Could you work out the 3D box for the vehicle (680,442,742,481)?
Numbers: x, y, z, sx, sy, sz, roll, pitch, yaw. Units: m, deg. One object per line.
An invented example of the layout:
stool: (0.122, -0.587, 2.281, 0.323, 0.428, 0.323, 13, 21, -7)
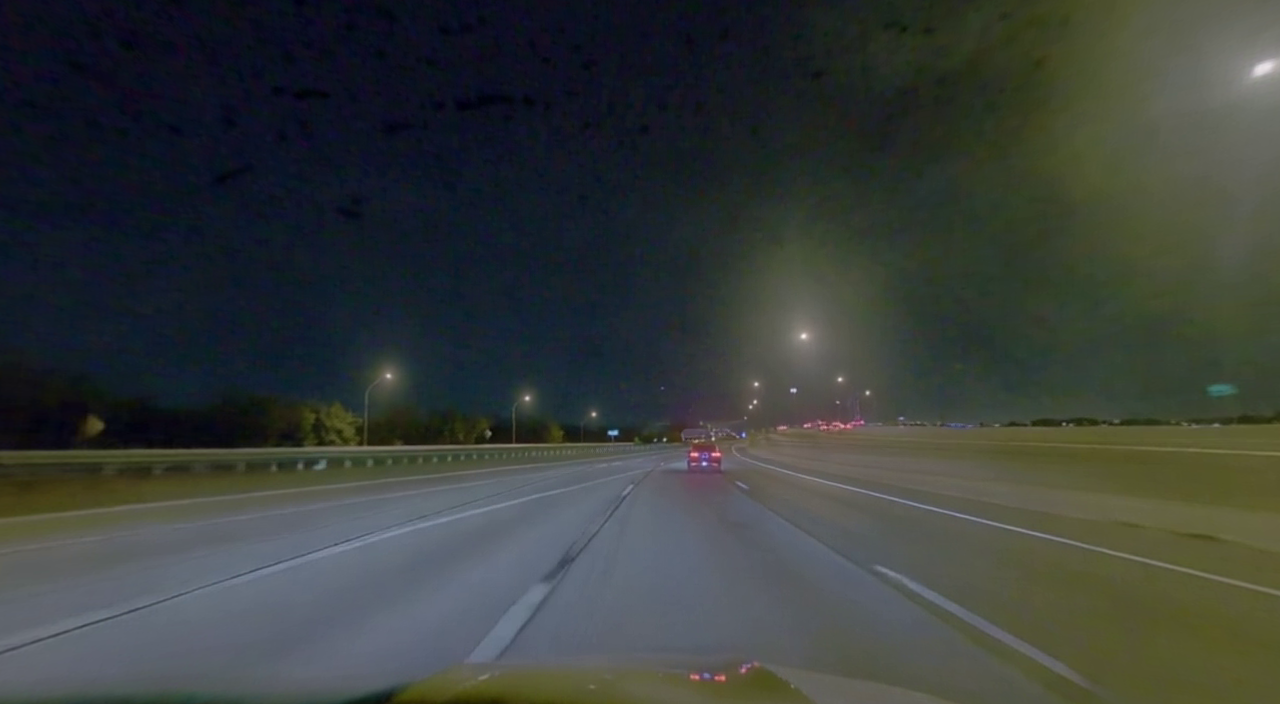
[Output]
vehicle: (2.703, 4.291, 24.988, 2.124, 1.405, 4.398, 0, -8, 2)
